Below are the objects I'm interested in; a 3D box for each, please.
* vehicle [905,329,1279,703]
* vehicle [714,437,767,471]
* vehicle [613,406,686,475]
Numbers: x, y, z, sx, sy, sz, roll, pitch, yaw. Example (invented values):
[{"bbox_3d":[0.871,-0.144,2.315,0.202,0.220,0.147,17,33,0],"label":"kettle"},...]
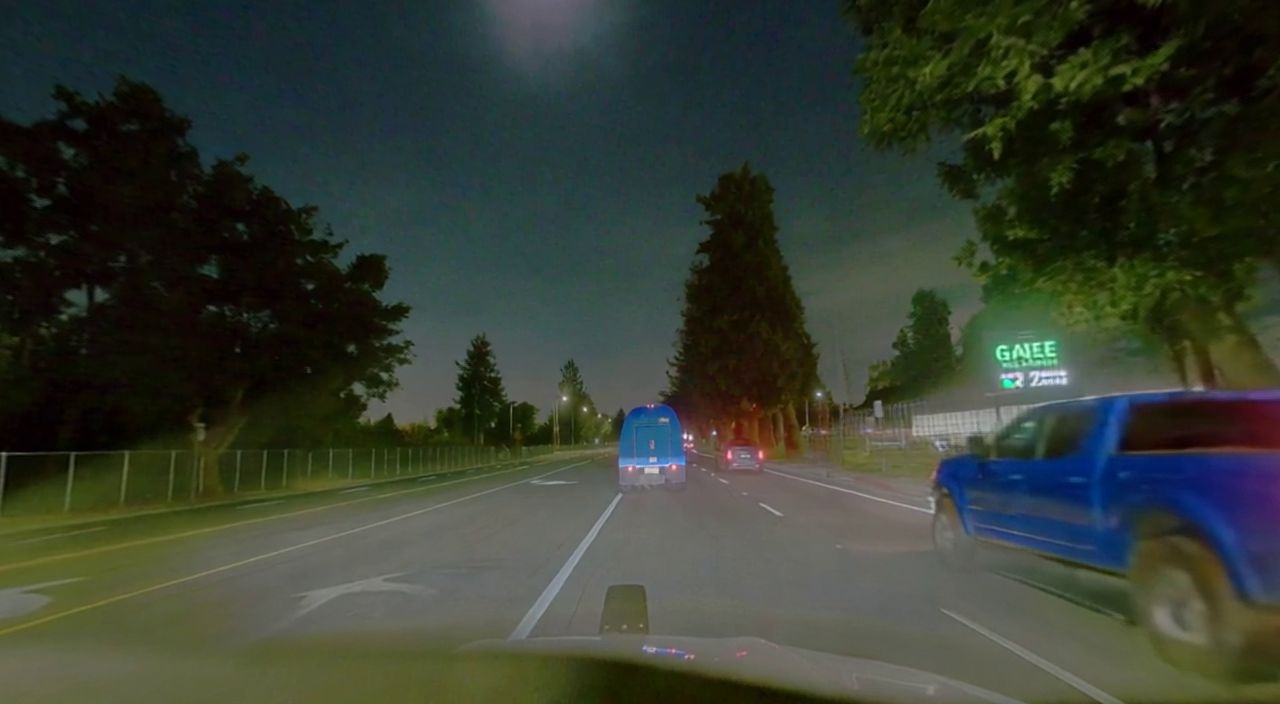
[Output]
[{"bbox_3d":[4.239,1.087,4.682,2.375,1.857,5.100,0,-8,1],"label":"vehicle"},{"bbox_3d":[5.324,5.461,33.944,2.076,1.661,4.524,0,-8,0],"label":"vehicle"},{"bbox_3d":[0.531,4.376,31.024,3.197,2.963,7.055,0,-8,2],"label":"vehicle"}]
